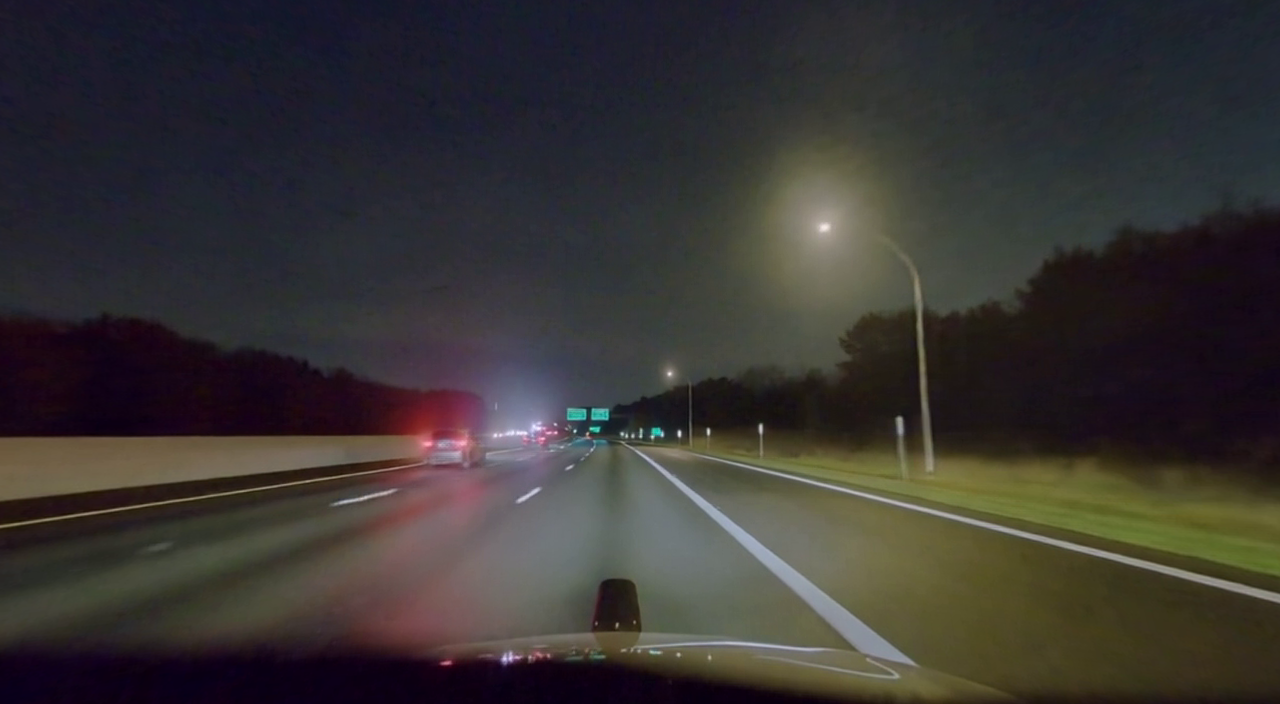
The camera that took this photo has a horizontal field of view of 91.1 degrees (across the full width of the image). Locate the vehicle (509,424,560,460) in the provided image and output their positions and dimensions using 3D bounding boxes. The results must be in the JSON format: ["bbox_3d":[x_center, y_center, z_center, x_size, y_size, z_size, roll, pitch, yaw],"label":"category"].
[{"bbox_3d":[-5.374,4.612,32.521,2.007,1.727,4.040,0,-8,-1],"label":"vehicle"}]

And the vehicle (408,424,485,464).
[{"bbox_3d":[-8.725,4.209,28.813,2.148,1.635,4.670,1,-8,-1],"label":"vehicle"}]
